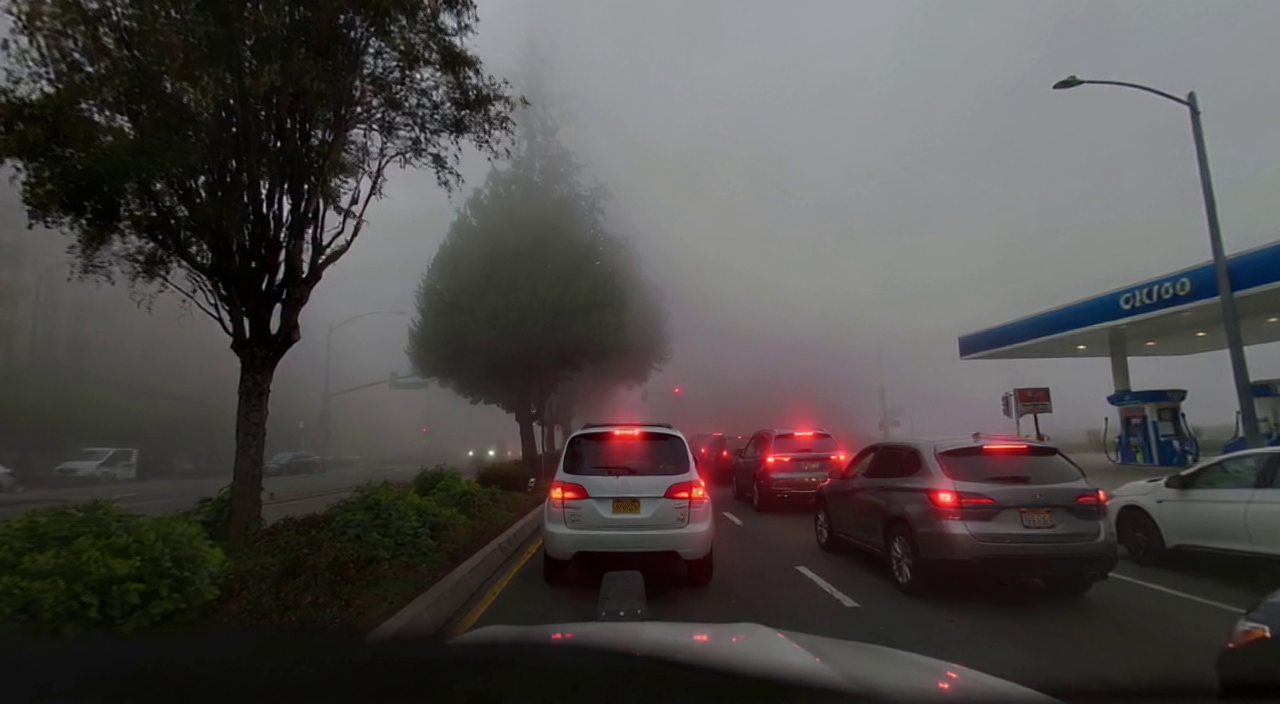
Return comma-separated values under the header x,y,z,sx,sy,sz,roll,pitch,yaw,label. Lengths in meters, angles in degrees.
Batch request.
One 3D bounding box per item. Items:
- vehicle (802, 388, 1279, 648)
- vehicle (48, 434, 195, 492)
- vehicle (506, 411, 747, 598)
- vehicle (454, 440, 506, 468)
x,y,z,sx,sy,sz,roll,pitch,yaw,label
3.361,1.421,6.472,2.056,1.700,4.399,0,-9,-2,vehicle
-26.960,5.774,33.293,2.571,2.711,6.027,0,-9,0,vehicle
-0.155,1.614,7.464,2.106,1.613,3.697,0,-9,-1,vehicle
-10.934,7.007,43.647,2.190,1.778,5.033,-1,-9,1,vehicle
